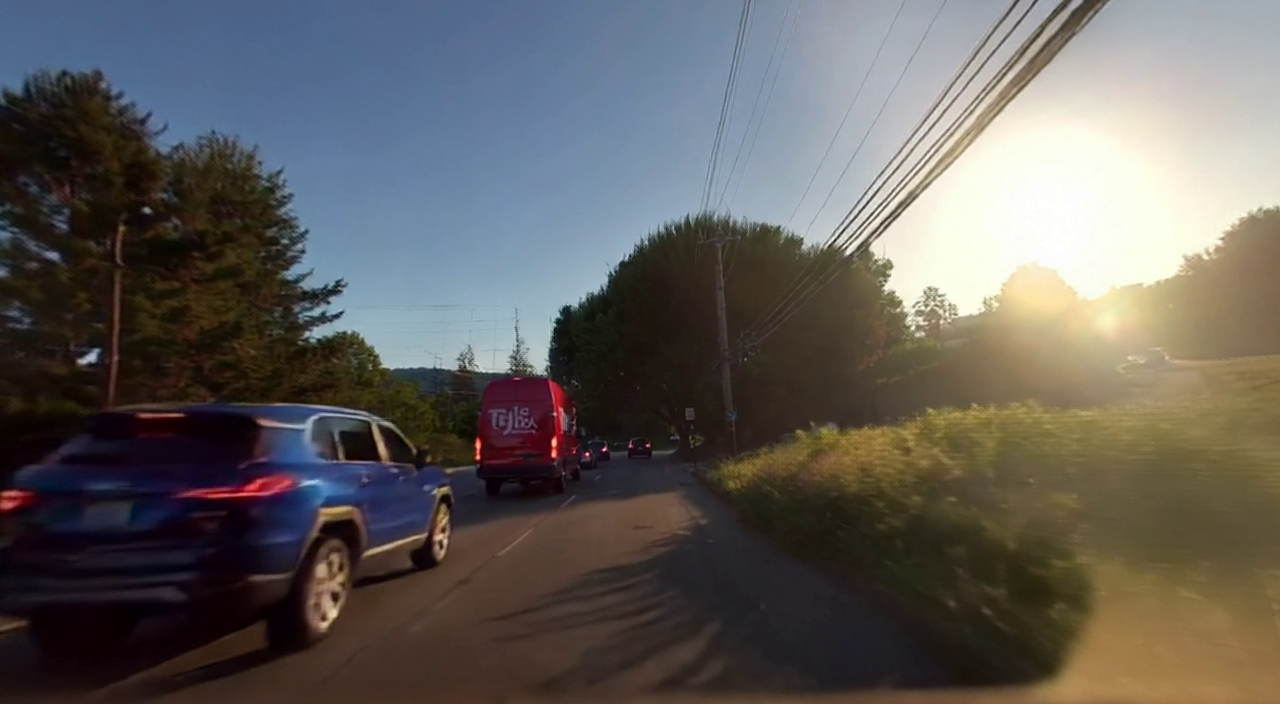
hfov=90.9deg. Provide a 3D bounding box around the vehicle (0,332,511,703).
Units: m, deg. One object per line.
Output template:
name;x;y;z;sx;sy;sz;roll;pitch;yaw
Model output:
vehicle;-2.855;1.215;5.447;2.187;1.821;5.501;-1;-8;2

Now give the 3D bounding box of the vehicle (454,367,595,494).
vehicle;-3.245;2.630;20.559;2.818;3.181;9.114;0;-8;0
